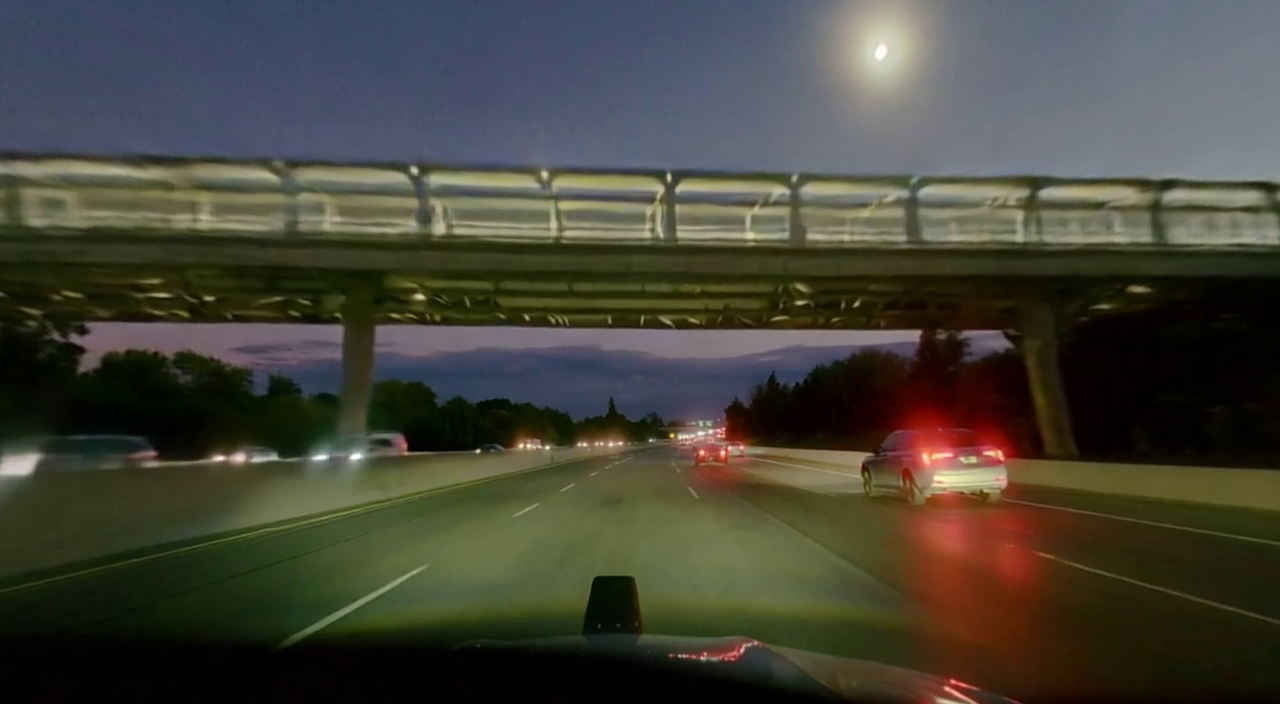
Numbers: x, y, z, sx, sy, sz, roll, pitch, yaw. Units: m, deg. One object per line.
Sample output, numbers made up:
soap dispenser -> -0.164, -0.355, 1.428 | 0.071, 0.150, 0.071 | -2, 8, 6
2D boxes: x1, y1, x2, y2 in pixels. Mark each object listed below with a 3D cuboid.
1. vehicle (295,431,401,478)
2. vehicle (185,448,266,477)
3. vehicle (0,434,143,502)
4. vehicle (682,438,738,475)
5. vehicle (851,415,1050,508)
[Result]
vehicle -> -13.449, 4.775, 29.584 | 2.310, 1.956, 5.331 | -1, -9, 1
vehicle -> -23.310, 6.199, 35.692 | 1.832, 1.526, 3.977 | 0, -9, 0
vehicle -> -19.952, 3.730, 20.717 | 2.242, 1.980, 6.315 | 0, -9, -1
vehicle -> 2.987, 4.586, 27.903 | 1.981, 1.471, 4.342 | 0, -9, 0
vehicle -> 6.966, 2.527, 14.990 | 2.087, 1.806, 4.946 | 0, -9, -1
